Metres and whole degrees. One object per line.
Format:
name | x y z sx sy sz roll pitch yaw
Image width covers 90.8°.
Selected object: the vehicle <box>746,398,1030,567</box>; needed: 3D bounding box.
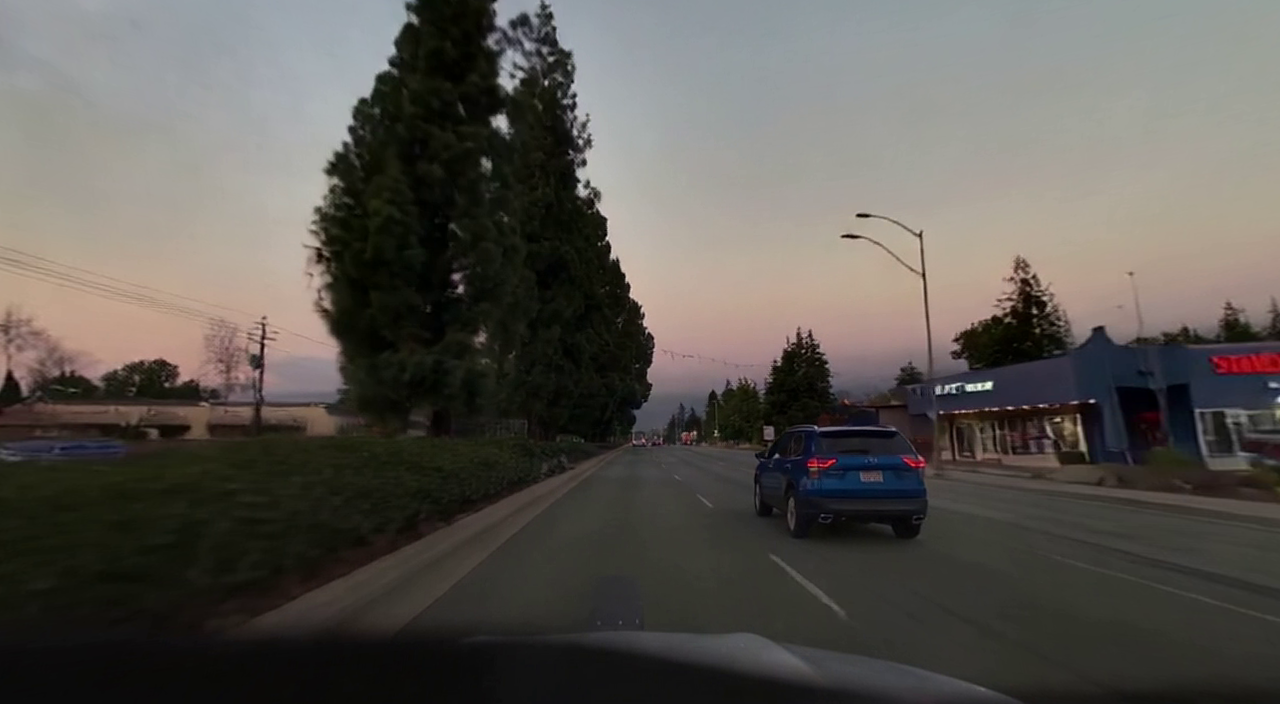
vehicle | 3.047 1.733 9.122 2.130 1.790 4.615 0 -9 -1
